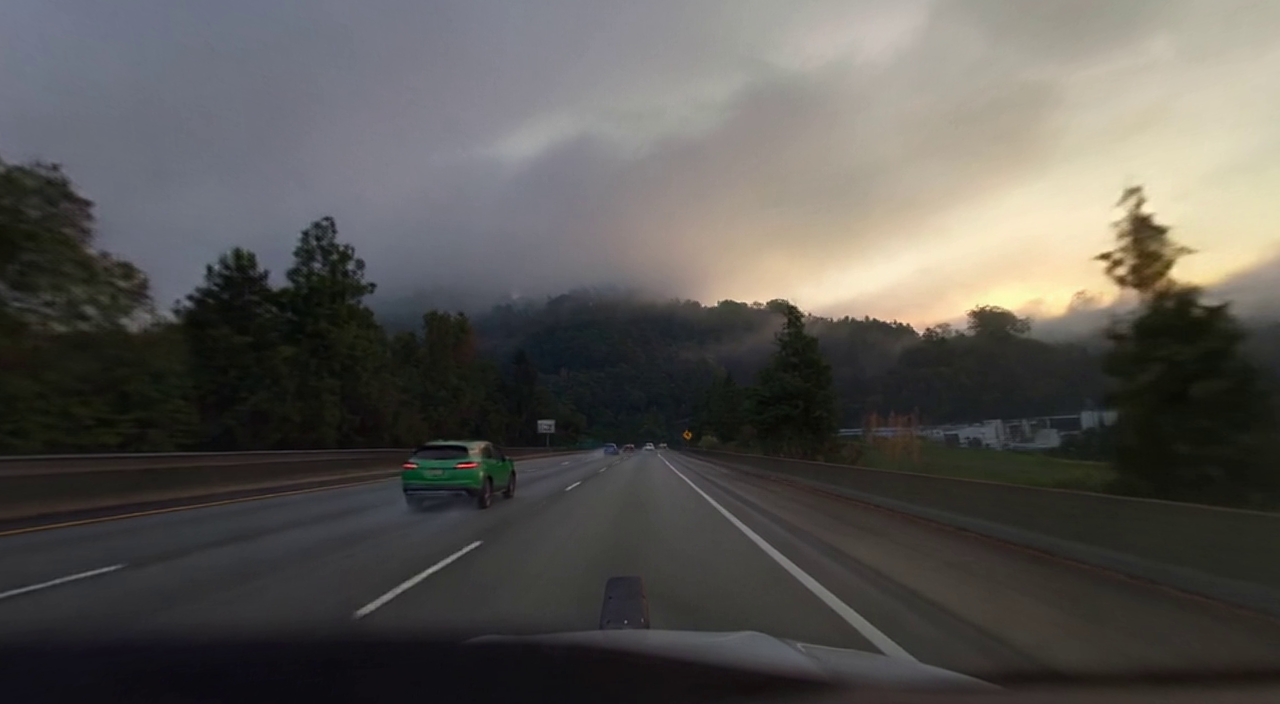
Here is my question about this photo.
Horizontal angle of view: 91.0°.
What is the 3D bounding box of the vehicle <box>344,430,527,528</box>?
[{"bbox_3d":[-3.646,2.324,12.161,1.993,1.538,4.192,0,-8,2],"label":"vehicle"}]
